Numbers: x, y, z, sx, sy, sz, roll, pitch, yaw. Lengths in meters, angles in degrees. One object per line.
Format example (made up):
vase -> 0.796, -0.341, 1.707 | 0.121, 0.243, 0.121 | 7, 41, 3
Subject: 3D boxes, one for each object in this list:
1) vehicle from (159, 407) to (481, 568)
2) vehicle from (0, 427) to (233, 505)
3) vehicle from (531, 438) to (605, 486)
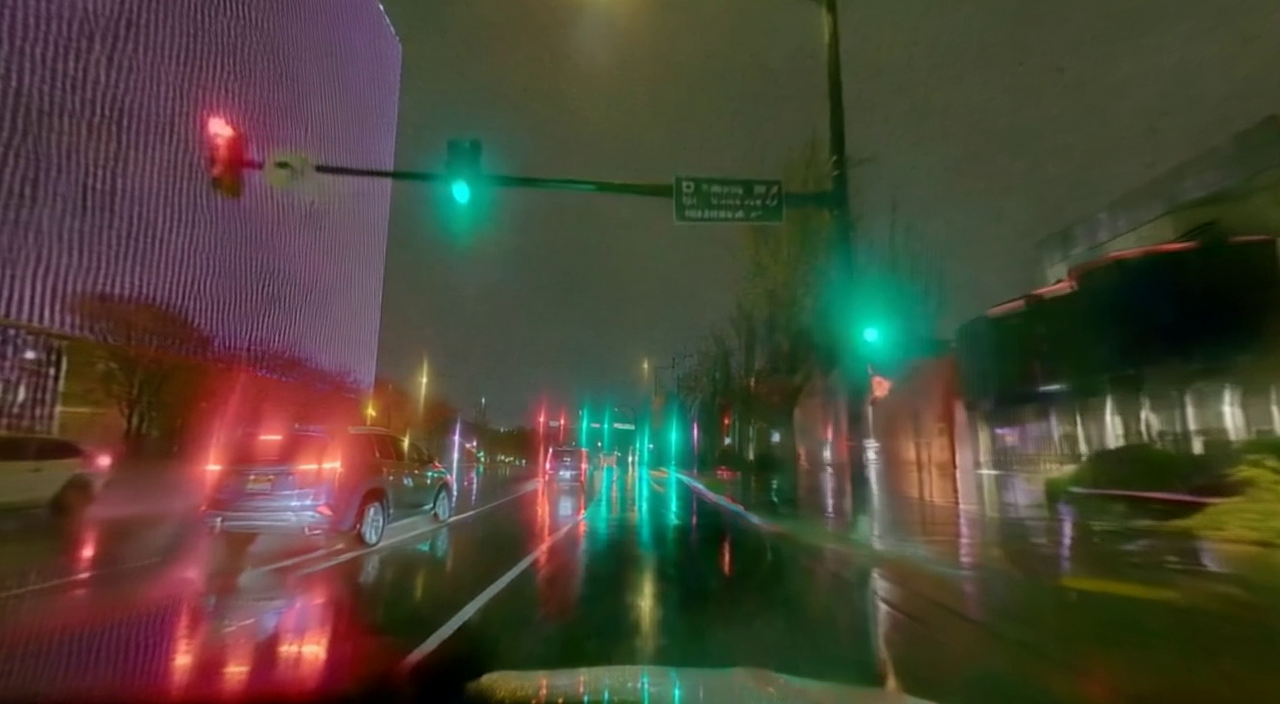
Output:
vehicle -> -4.100, 1.837, 9.258 | 2.169, 1.741, 4.588 | 0, -9, 2
vehicle -> -12.115, 2.613, 14.775 | 2.064, 1.531, 4.397 | 0, -9, 1
vehicle -> -2.942, 4.694, 27.118 | 2.384, 1.849, 5.009 | 0, -9, 3
